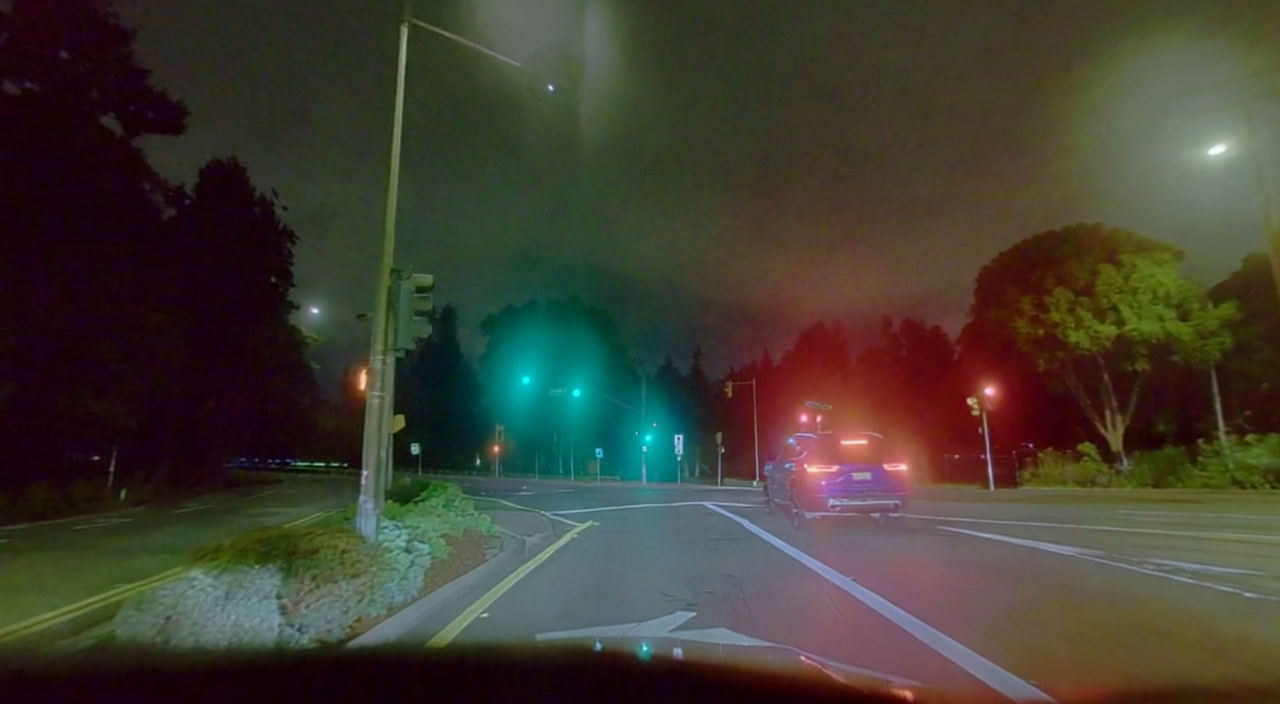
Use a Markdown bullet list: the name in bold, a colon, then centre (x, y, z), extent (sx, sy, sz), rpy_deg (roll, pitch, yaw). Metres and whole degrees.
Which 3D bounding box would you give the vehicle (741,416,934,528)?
- **vehicle**: centre (3.614, 2.323, 12.772), extent (2.284, 1.788, 4.871), rpy_deg (0, -9, -1)
